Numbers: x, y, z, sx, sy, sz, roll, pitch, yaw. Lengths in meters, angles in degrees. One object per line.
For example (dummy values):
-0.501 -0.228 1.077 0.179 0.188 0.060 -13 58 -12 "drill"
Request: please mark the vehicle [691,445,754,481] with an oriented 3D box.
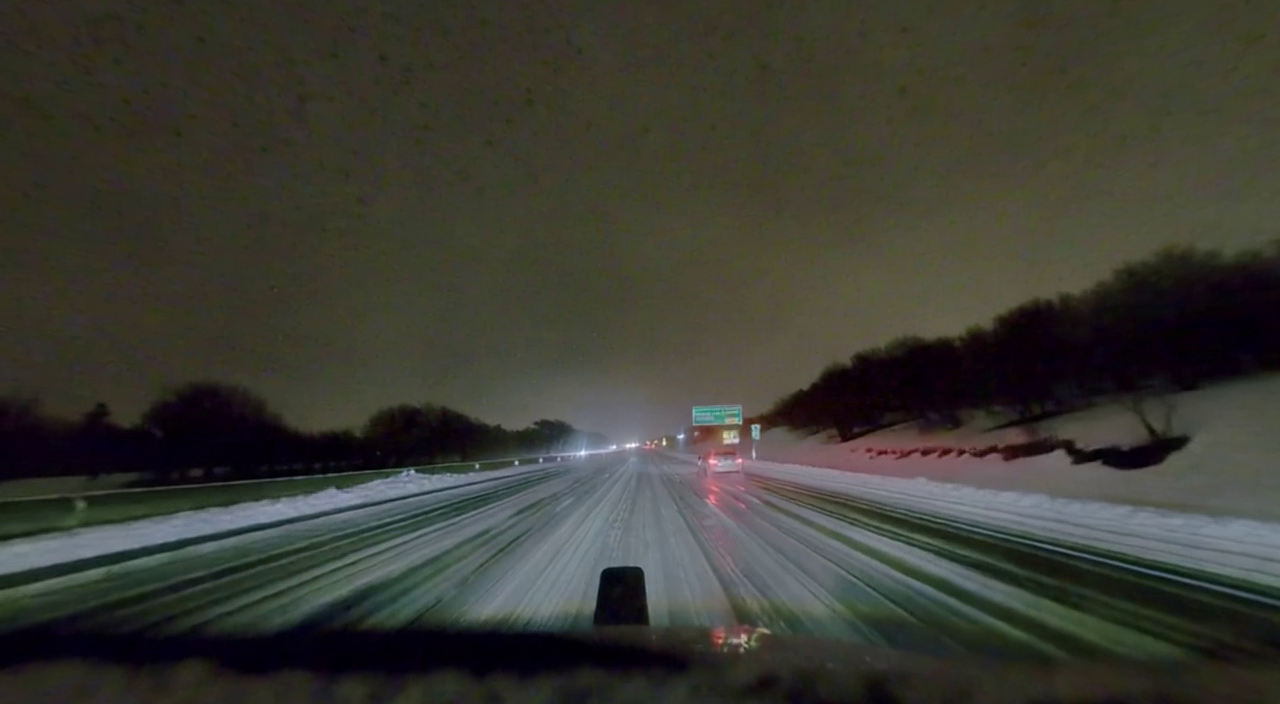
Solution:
3.592 4.894 28.253 2.193 1.462 4.533 0 -8 0 "vehicle"
